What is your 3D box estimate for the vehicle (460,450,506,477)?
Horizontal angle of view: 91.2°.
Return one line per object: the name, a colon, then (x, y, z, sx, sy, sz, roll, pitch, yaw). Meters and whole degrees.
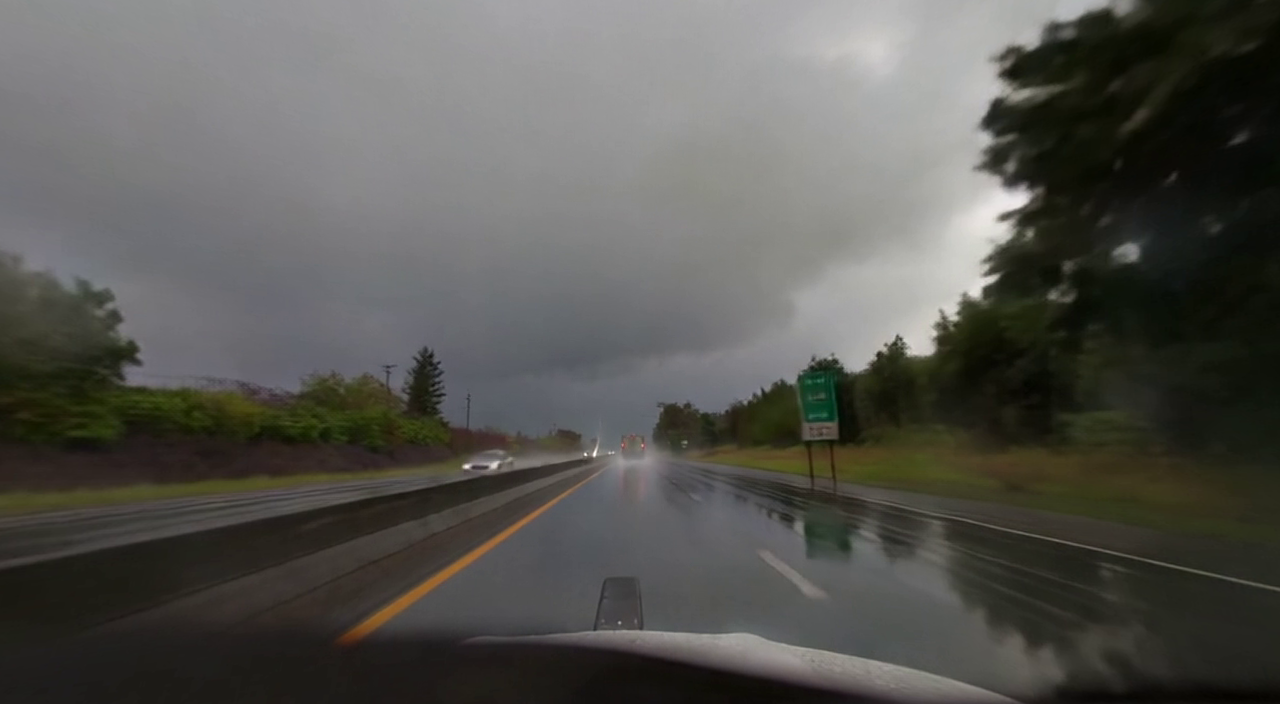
vehicle: (-9.684, 6.886, 38.935, 1.832, 1.511, 3.979, 0, -9, 0)
